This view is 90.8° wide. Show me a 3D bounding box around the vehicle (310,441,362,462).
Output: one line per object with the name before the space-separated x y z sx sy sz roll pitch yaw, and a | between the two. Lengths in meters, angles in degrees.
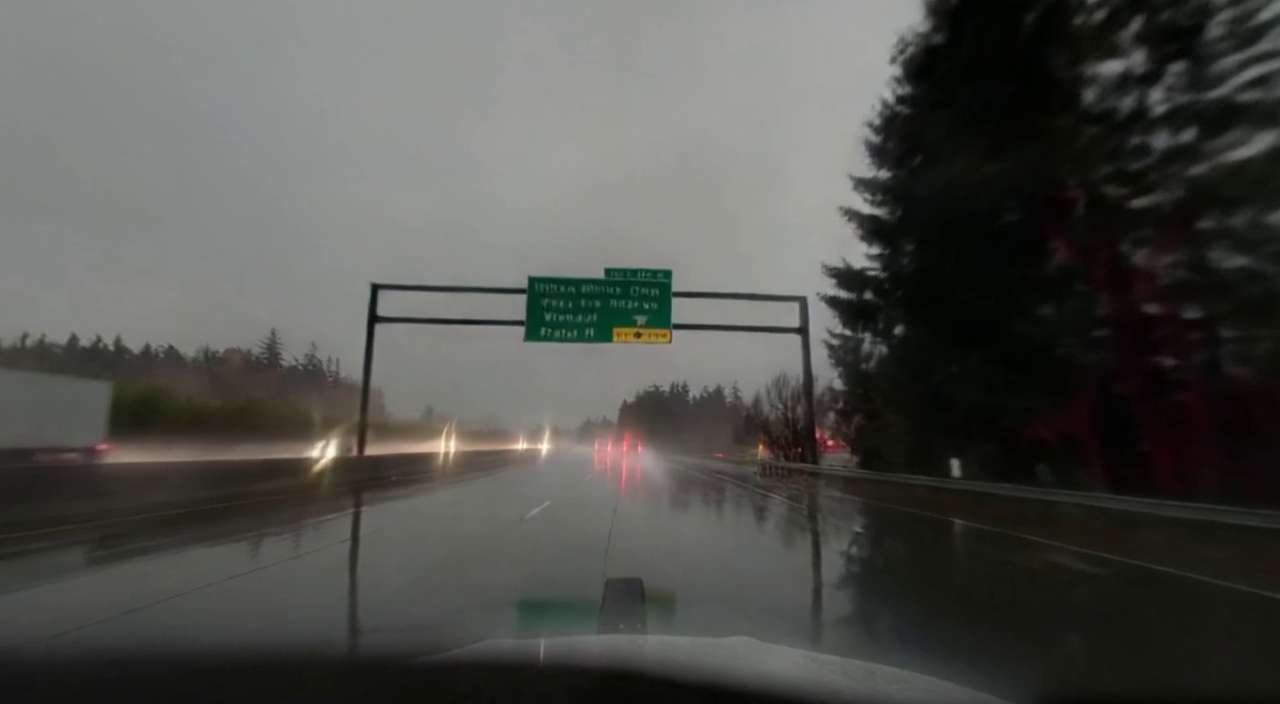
vehicle | -21.632 7.109 45.041 1.752 1.424 3.932 0 -9 -1
